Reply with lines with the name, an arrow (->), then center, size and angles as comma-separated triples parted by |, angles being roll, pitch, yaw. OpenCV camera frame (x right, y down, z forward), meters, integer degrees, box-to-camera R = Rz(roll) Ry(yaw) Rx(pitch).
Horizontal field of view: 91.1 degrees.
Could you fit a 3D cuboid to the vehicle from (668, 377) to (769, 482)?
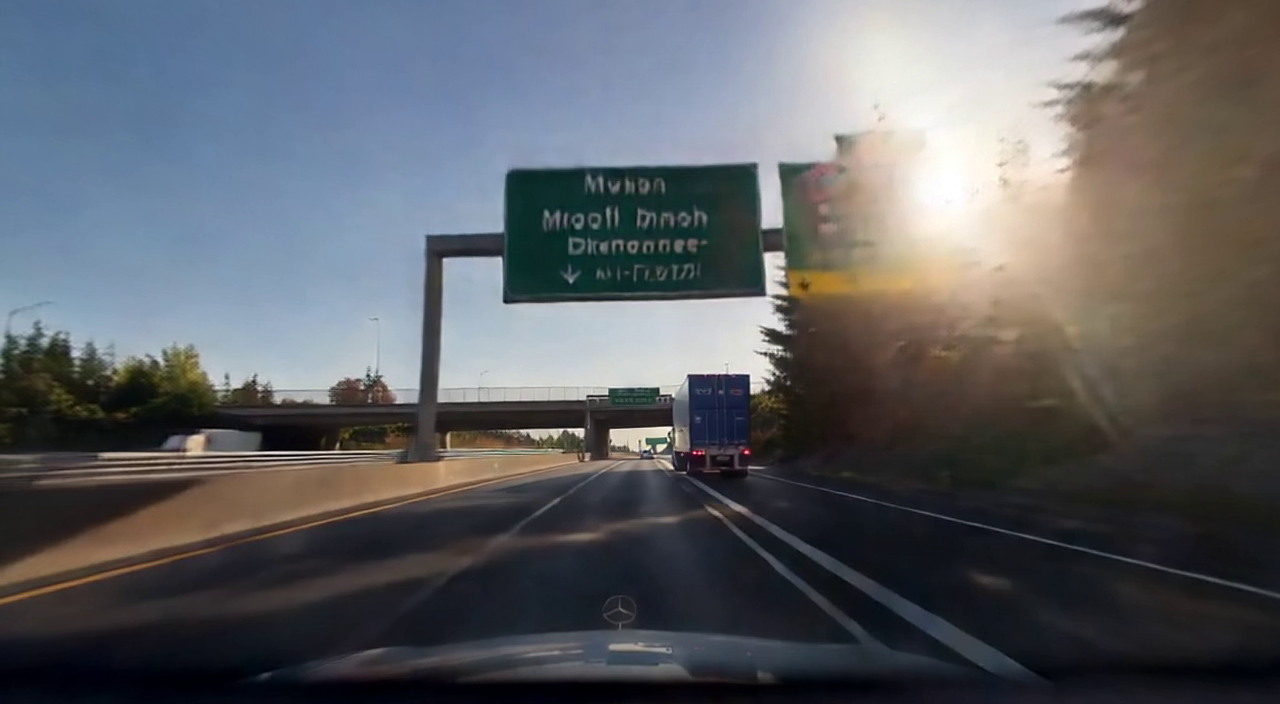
vehicle -> 3.346, 4.106, 31.619 | 3.244, 4.020, 14.561 | 0, -9, 0
